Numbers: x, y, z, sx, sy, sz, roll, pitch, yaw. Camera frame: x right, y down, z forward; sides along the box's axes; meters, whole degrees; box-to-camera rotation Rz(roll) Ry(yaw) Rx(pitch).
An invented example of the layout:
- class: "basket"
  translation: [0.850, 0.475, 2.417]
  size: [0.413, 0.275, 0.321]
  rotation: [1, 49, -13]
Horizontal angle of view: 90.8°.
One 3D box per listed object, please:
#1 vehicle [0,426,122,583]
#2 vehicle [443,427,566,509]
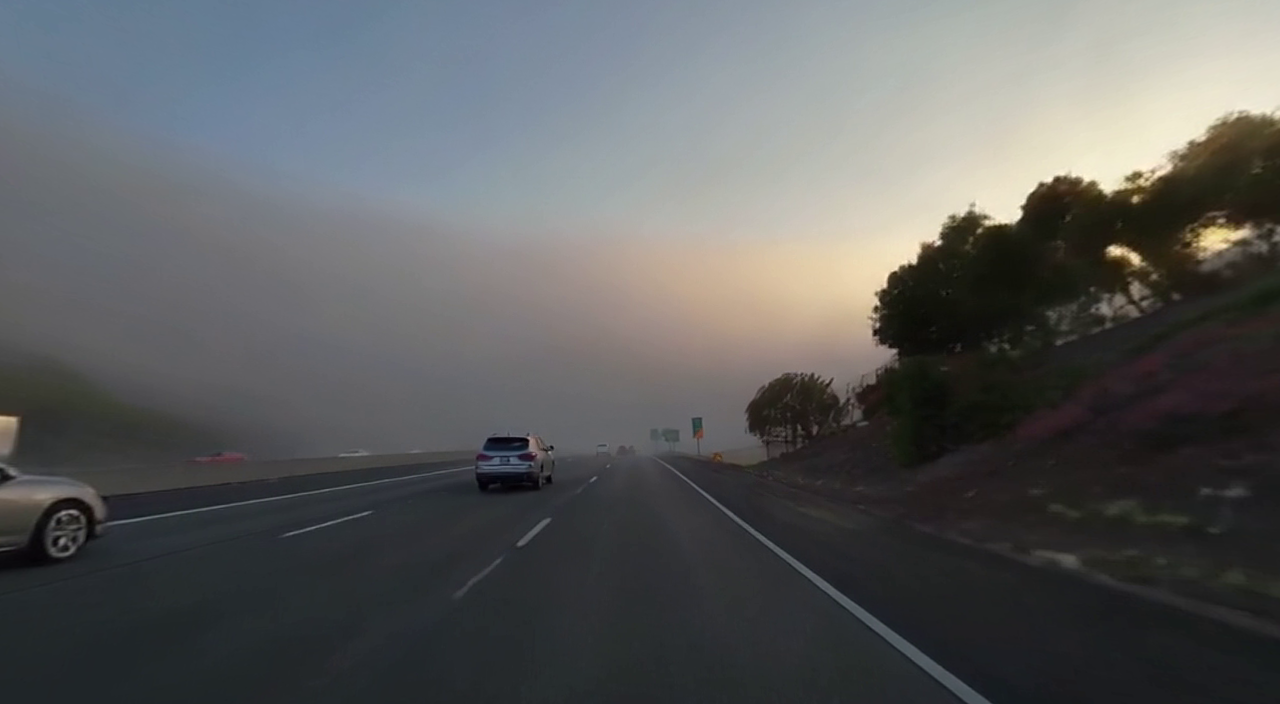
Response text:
- class: "vehicle"
  translation: [-7.203, 1.357, 5.259]
  size: [1.930, 1.508, 4.567]
  rotation: [0, -8, -1]
- class: "vehicle"
  translation: [-3.223, 2.876, 16.141]
  size: [2.029, 1.753, 4.718]
  rotation: [0, -8, 1]
